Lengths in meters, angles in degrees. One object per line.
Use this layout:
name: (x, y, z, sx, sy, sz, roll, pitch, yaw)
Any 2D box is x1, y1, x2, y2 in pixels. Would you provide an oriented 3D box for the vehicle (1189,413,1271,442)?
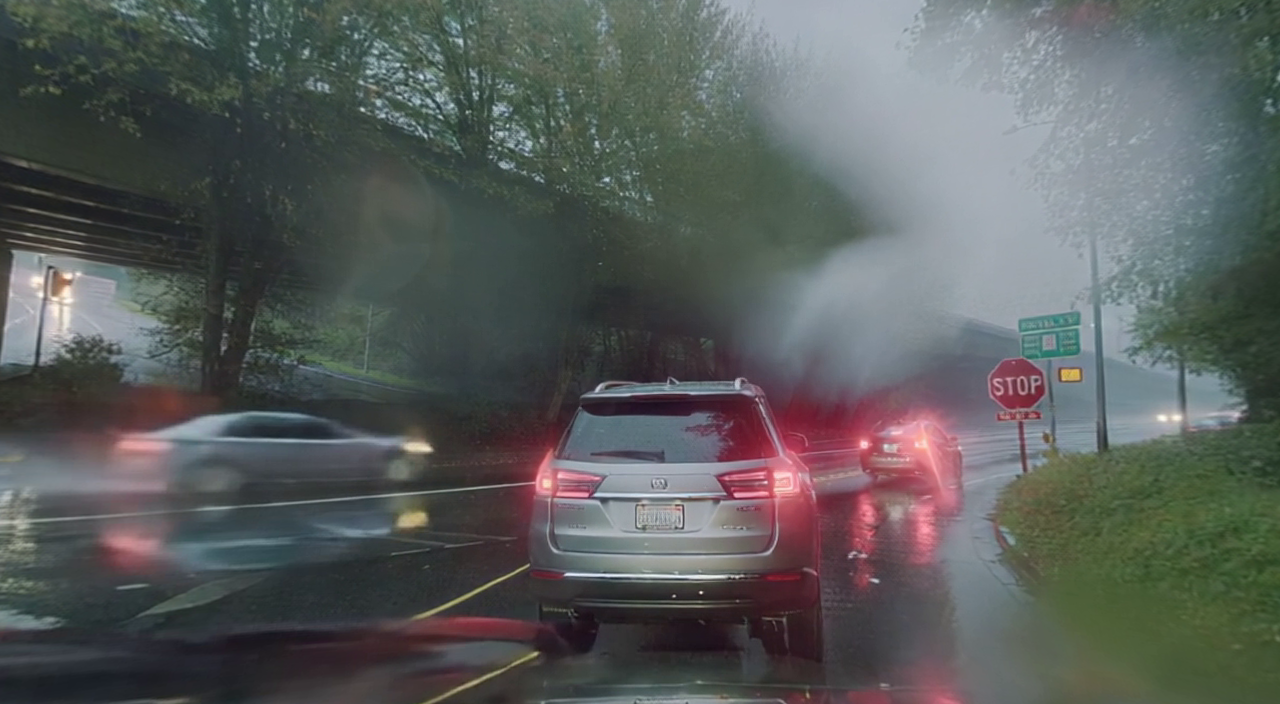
vehicle: (37.058, 4.779, 39.593, 5.060, 1.648, 2.038, 4, -10, -27)

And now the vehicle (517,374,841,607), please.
vehicle: (0.302, 1.400, 7.137, 2.494, 1.804, 4.336, 0, -9, 0)

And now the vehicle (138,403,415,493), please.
vehicle: (-8.219, 2.234, 14.818, 5.166, 1.791, 2.131, 5, -10, -28)
